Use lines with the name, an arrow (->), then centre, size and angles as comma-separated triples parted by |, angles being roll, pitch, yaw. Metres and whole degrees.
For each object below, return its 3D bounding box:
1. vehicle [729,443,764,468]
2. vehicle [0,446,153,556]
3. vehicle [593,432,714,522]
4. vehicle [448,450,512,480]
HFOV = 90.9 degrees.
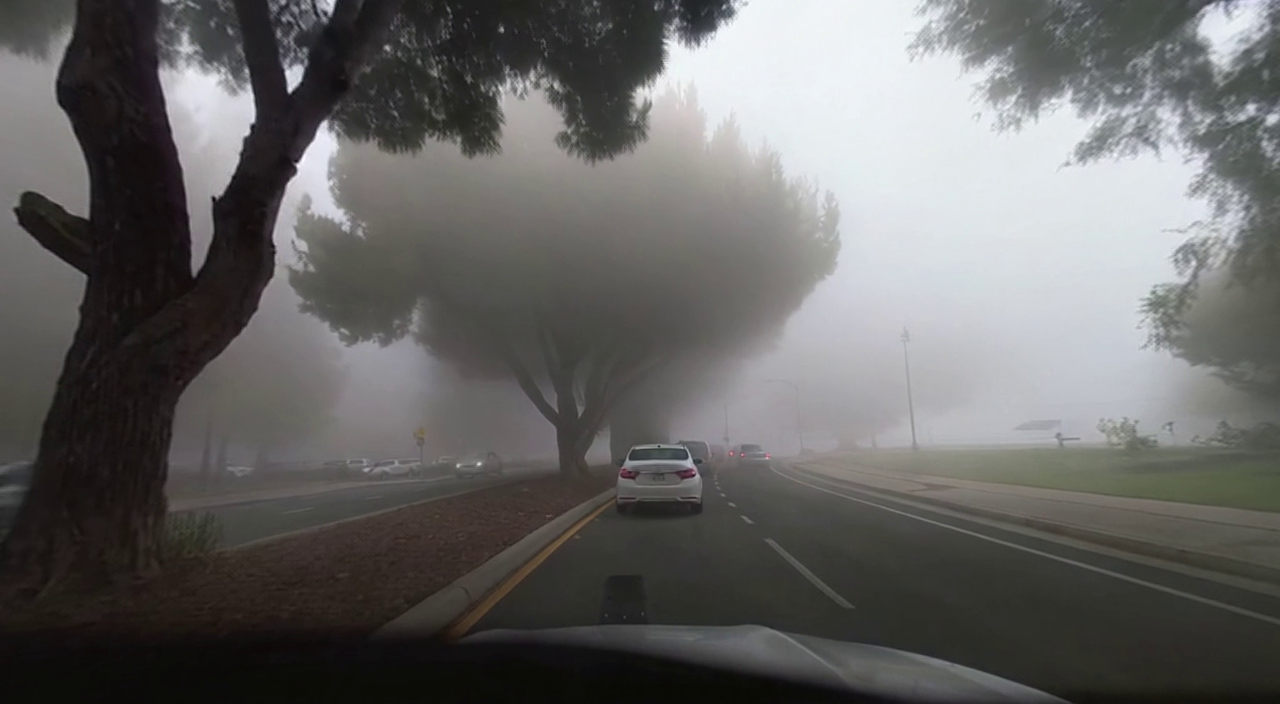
vehicle -> 6.717, 6.527, 40.089 | 1.984, 1.507, 4.359 | -1, -8, 7
vehicle -> -11.051, 2.448, 10.551 | 2.068, 1.688, 4.665 | 0, -8, 0
vehicle -> 0.339, 2.543, 13.395 | 2.154, 1.585, 3.997 | -1, -8, 3
vehicle -> -8.806, 6.225, 35.120 | 1.909, 1.468, 4.597 | -1, -8, 7
